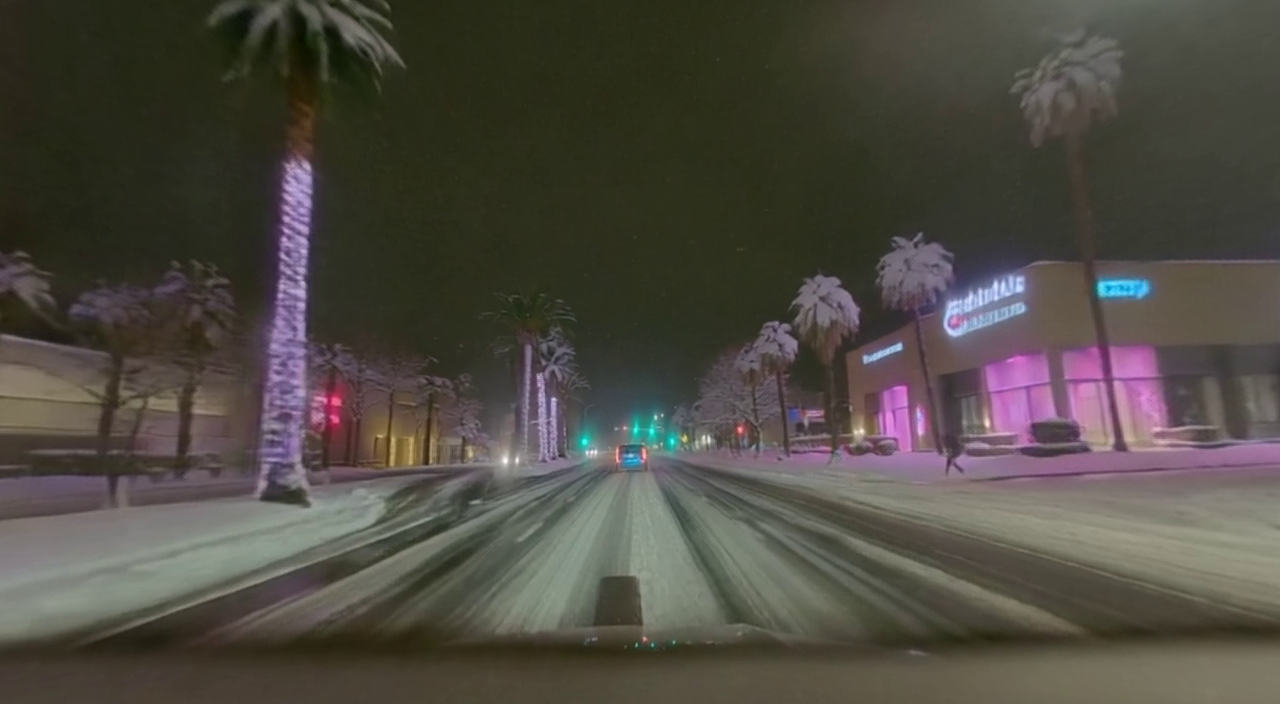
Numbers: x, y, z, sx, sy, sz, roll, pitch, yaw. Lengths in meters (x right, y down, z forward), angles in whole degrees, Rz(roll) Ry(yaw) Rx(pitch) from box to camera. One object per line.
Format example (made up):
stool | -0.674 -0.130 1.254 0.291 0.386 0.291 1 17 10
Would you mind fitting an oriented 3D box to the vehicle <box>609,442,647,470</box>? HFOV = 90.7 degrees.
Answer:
vehicle | -0.682 6.586 40.219 2.160 1.615 4.117 -1 -9 2
